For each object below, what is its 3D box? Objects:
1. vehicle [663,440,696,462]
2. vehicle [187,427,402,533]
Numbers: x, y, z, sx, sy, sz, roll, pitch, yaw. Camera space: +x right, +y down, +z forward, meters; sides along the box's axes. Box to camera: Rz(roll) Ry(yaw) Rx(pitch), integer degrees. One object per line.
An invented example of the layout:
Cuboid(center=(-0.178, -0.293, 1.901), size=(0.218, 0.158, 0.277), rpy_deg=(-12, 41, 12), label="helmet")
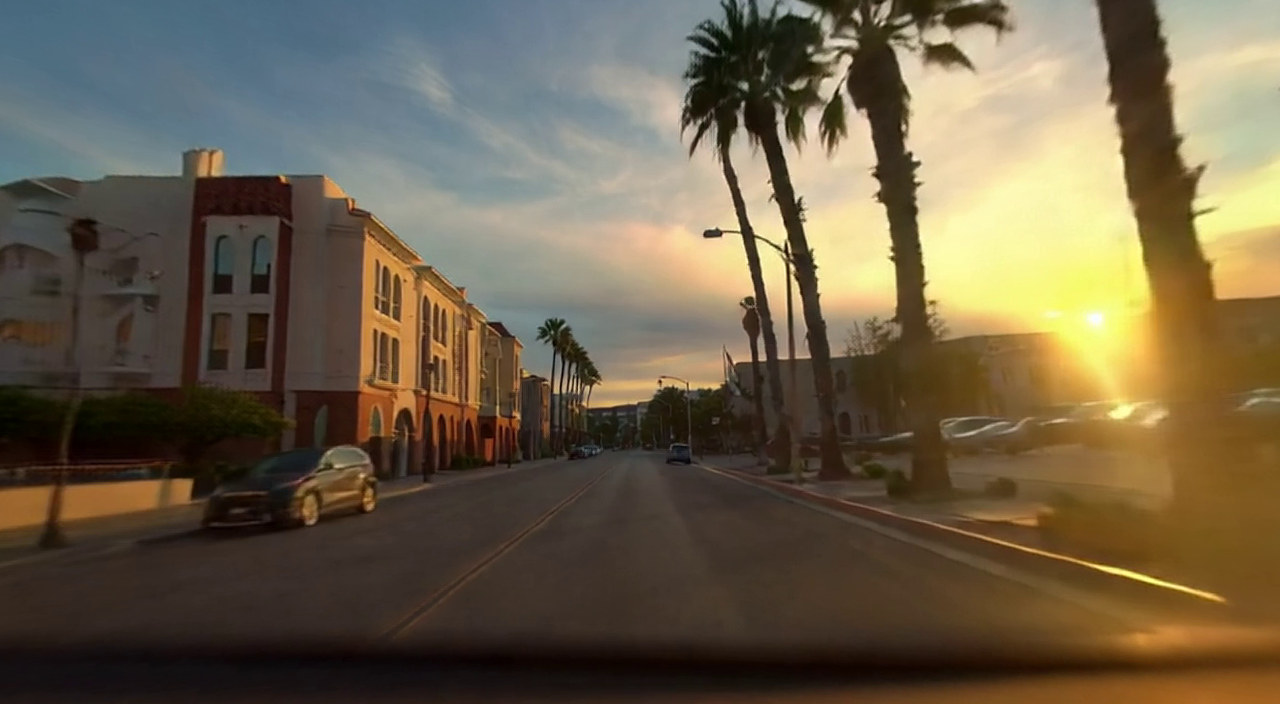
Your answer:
Cuboid(center=(2.856, 7.278, 46.510), size=(1.985, 1.543, 4.112), rpy_deg=(0, -8, -2), label="vehicle")
Cuboid(center=(-6.621, 2.499, 12.819), size=(1.946, 1.640, 4.430), rpy_deg=(-3, -9, -1), label="vehicle")
